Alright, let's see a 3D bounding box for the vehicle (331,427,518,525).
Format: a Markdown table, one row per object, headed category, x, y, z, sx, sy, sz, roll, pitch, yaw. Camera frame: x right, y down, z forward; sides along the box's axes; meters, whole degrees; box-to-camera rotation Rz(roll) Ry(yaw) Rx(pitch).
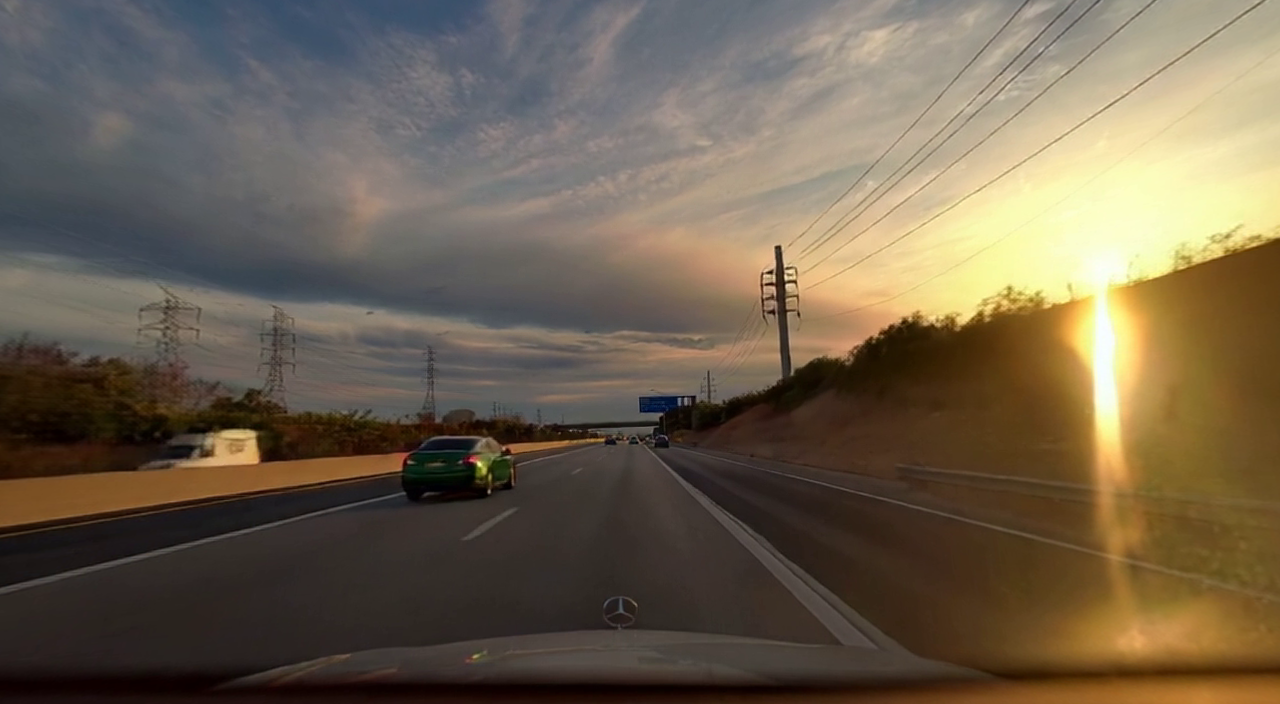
| category | x | y | z | sx | sy | sz | roll | pitch | yaw |
| --- | --- | --- | --- | --- | --- | --- | --- | --- | --- |
| vehicle | -3.933 | 2.332 | 12.570 | 2.016 | 1.543 | 4.870 | 0 | -8 | 0 |
